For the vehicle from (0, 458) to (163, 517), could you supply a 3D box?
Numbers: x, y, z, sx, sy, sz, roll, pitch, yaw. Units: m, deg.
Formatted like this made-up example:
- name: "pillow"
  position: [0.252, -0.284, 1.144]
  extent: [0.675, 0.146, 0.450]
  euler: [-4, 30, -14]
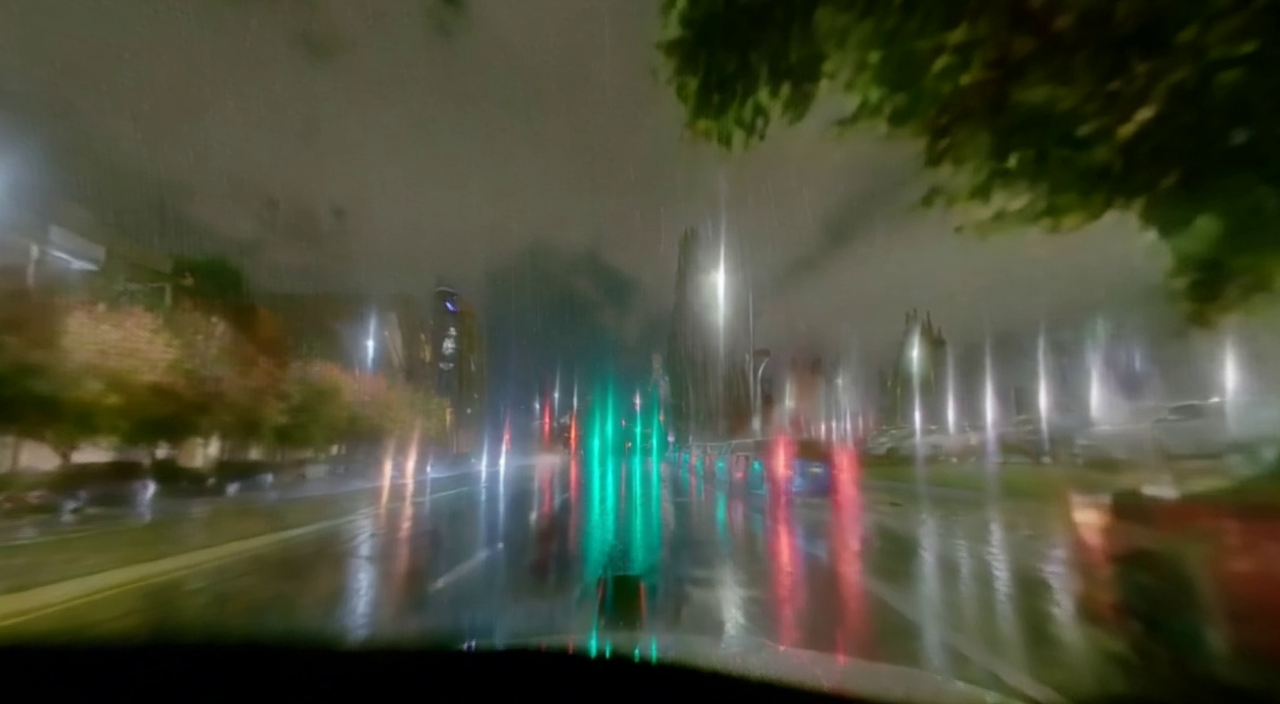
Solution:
- name: "vehicle"
  position: [-17.912, 4.183, 20.083]
  extent: [1.826, 1.544, 4.680]
  euler: [0, -8, 0]

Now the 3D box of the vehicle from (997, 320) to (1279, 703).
- name: "vehicle"
  position: [3.561, 0.669, 1.925]
  extent: [2.012, 1.748, 4.849]
  euler: [0, -8, -1]

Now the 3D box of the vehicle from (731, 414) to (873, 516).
- name: "vehicle"
  position: [3.397, 2.463, 14.217]
  extent: [1.935, 1.920, 4.397]
  euler: [0, -8, -1]

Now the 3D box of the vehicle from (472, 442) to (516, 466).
- name: "vehicle"
  position: [-11.412, 8.002, 49.634]
  extent: [2.127, 1.752, 4.889]
  euler: [0, -8, 2]

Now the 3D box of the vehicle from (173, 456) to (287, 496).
- name: "vehicle"
  position: [-17.872, 5.397, 27.865]
  extent: [1.932, 1.510, 4.685]
  euler: [0, -8, -1]

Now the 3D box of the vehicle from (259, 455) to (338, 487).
- name: "vehicle"
  position: [-17.917, 6.236, 33.398]
  extent: [1.780, 1.463, 4.573]
  euler: [0, -8, -2]

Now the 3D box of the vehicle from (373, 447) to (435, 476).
- name: "vehicle"
  position: [-14.560, 6.767, 39.282]
  extent: [2.150, 1.700, 4.442]
  euler: [0, -8, 0]
